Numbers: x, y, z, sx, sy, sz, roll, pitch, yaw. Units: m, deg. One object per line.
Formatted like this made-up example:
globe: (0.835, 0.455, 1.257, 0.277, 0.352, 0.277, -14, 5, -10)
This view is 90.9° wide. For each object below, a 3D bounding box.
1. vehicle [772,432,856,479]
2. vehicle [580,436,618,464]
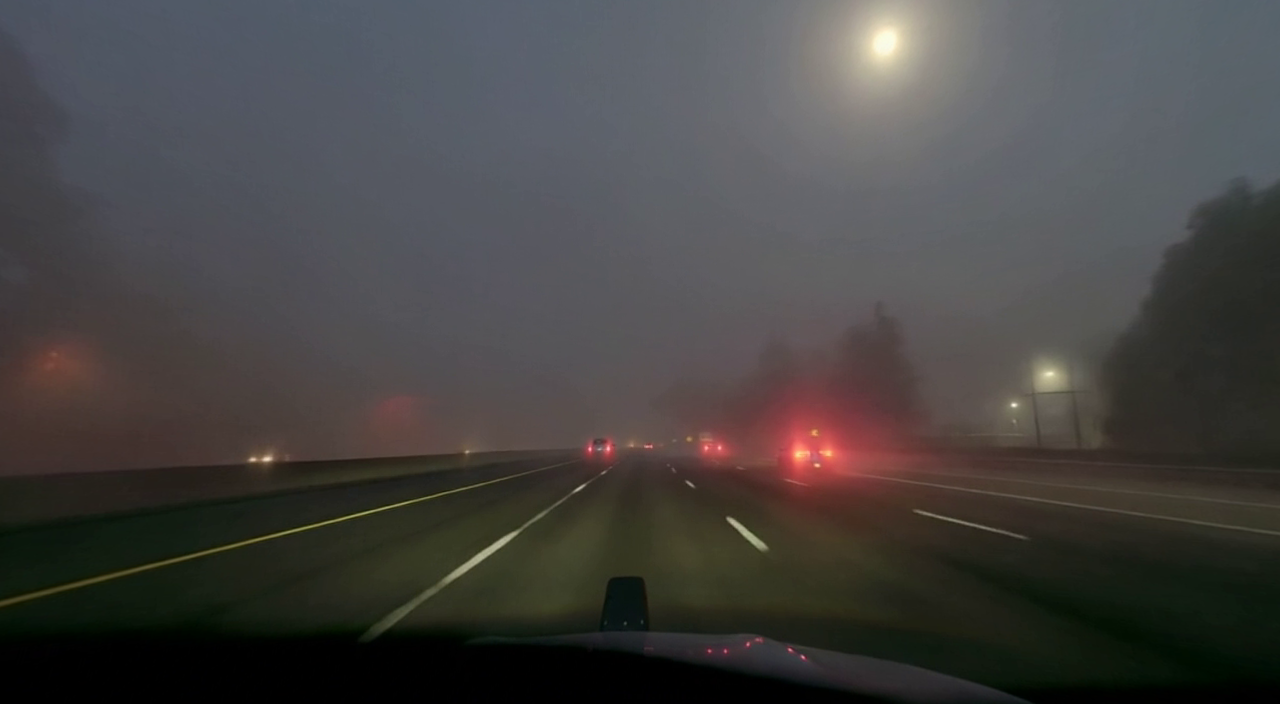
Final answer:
vehicle: (6.802, 4.090, 25.154, 2.063, 1.706, 4.259, 0, -8, -1)
vehicle: (-2.927, 7.196, 46.354, 2.453, 1.952, 5.320, 0, -8, 0)
